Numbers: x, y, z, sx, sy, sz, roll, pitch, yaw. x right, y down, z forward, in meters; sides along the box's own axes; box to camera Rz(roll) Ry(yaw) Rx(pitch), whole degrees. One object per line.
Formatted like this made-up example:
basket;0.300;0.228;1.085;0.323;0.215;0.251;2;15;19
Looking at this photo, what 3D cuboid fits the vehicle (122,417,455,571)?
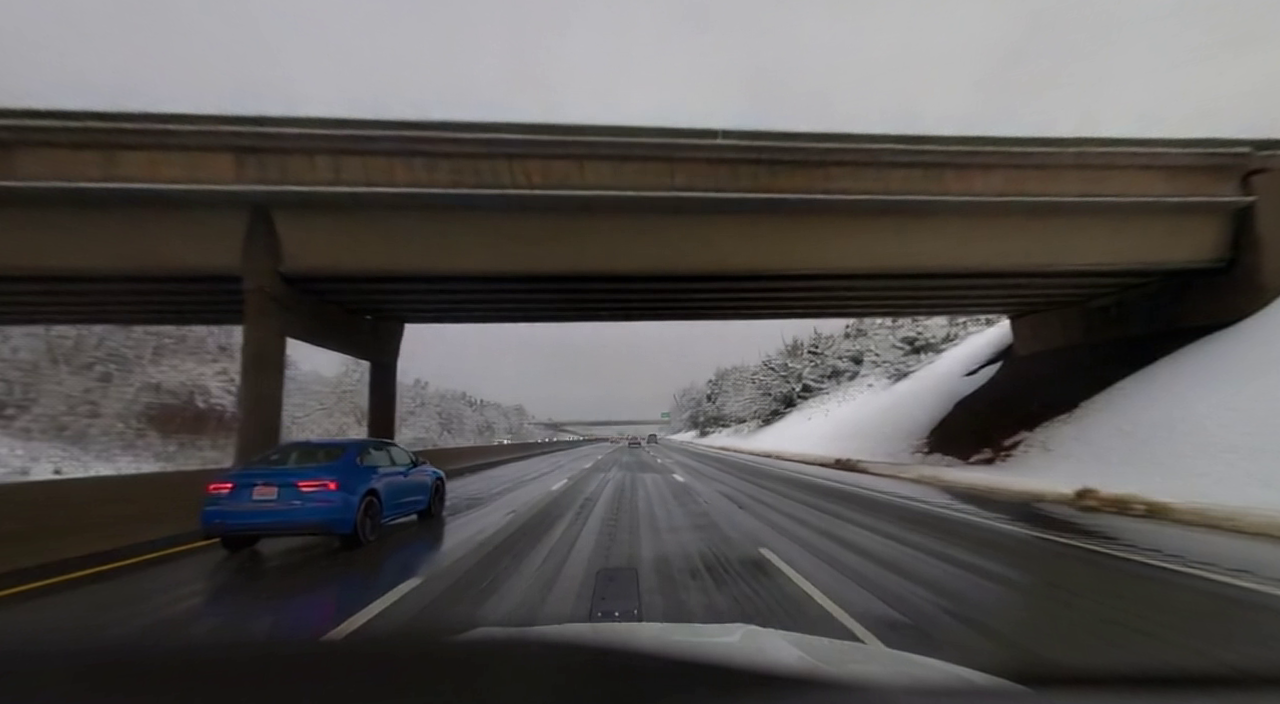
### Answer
vehicle;-4.009;1.649;8.195;1.981;1.475;4.084;0;-8;0
